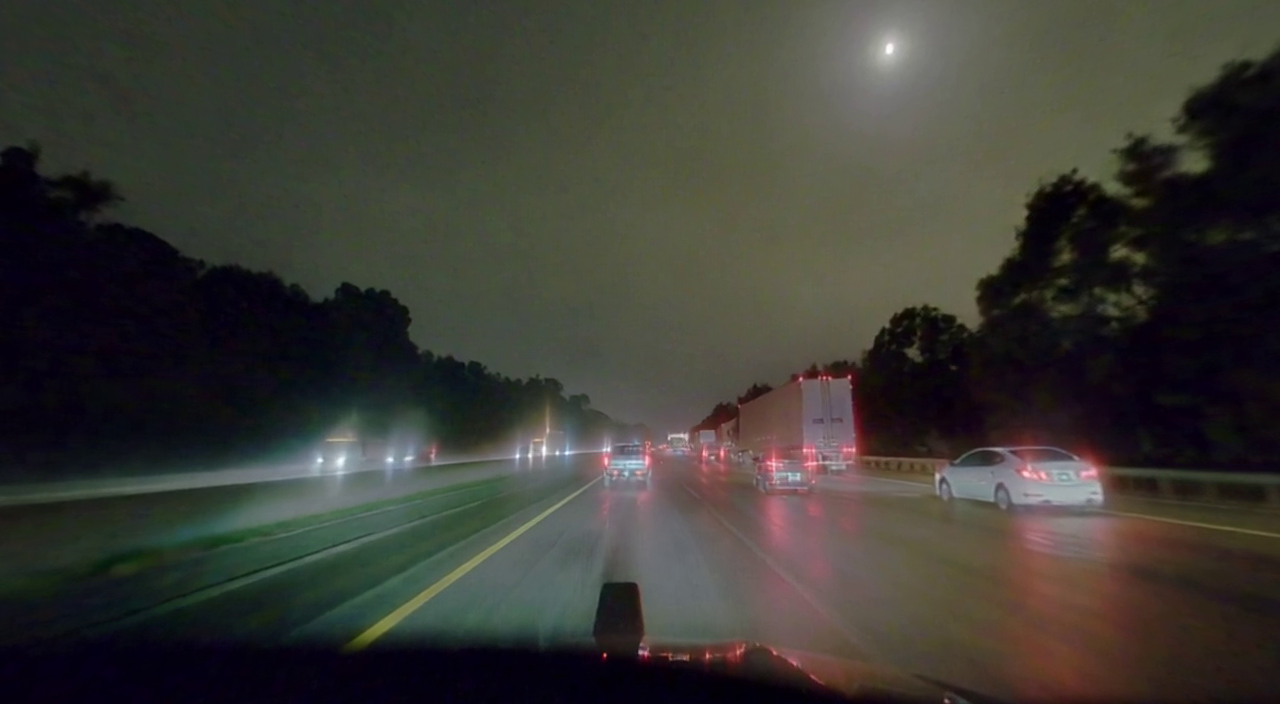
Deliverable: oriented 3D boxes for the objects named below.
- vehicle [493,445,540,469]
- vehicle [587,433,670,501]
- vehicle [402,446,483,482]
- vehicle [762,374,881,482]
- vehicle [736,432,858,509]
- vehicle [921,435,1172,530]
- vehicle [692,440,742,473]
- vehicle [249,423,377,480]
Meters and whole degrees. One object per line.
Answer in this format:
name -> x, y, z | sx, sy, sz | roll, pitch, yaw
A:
vehicle -> -7.974, 6.829, 41.193 | 2.106, 1.494, 4.170 | 0, -9, 1
vehicle -> -0.251, 3.086, 17.231 | 2.023, 1.618, 3.628 | 0, -9, 1
vehicle -> -8.795, 5.034, 28.538 | 2.053, 1.476, 4.544 | -1, -9, 2
vehicle -> 7.673, 3.501, 28.164 | 2.823, 4.063, 8.485 | 0, -9, 1
vehicle -> 3.621, 2.817, 15.348 | 1.920, 1.594, 3.867 | 0, -9, -1
vehicle -> 7.336, 2.385, 12.051 | 1.951, 1.467, 4.173 | 0, -9, -1
vehicle -> 4.049, 5.591, 33.825 | 2.150, 1.632, 4.260 | 0, -9, 0
vehicle -> -16.131, 5.022, 31.857 | 2.537, 2.511, 7.298 | 0, -9, 0
